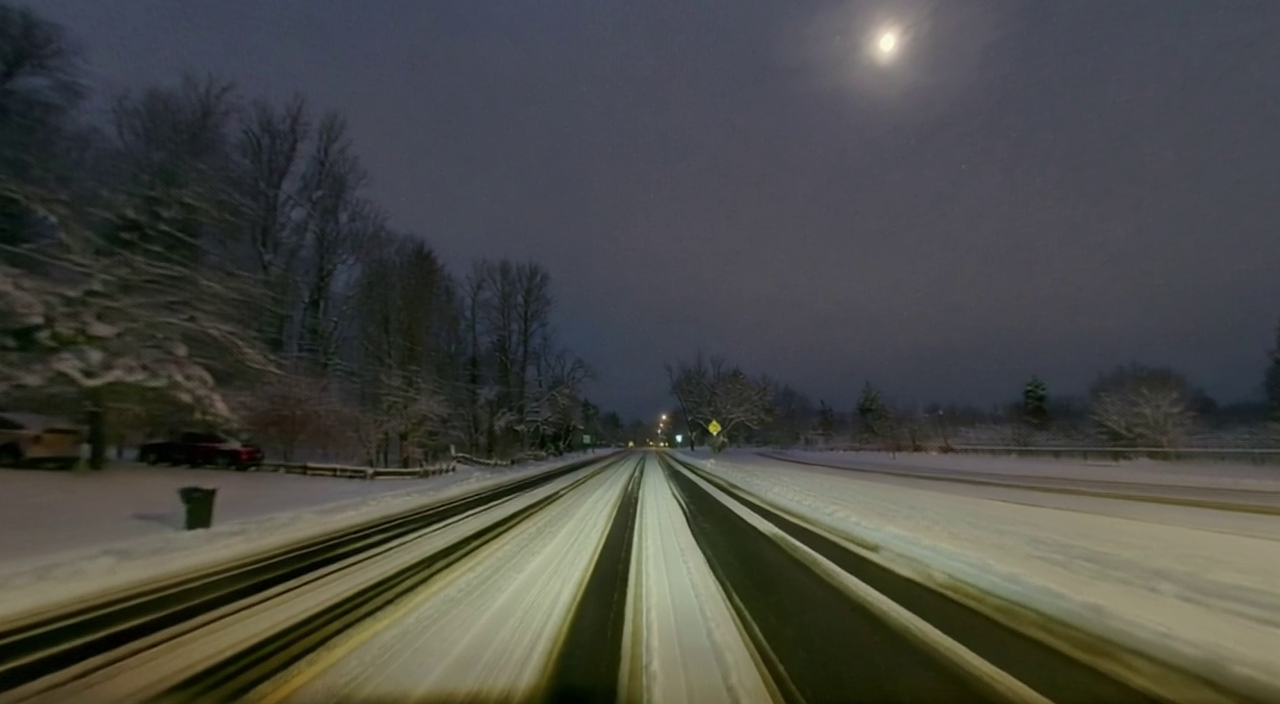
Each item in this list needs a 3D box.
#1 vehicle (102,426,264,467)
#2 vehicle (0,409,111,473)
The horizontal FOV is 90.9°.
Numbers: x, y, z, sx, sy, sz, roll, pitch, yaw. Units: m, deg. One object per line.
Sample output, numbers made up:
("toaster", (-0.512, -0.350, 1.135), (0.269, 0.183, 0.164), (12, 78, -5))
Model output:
("vehicle", (-19.146, 3.996, 26.713), (5.008, 1.619, 2.102), (3, -8, -15))
("vehicle", (-20.272, 2.839, 20.506), (4.511, 1.876, 2.044), (0, -8, 10))
